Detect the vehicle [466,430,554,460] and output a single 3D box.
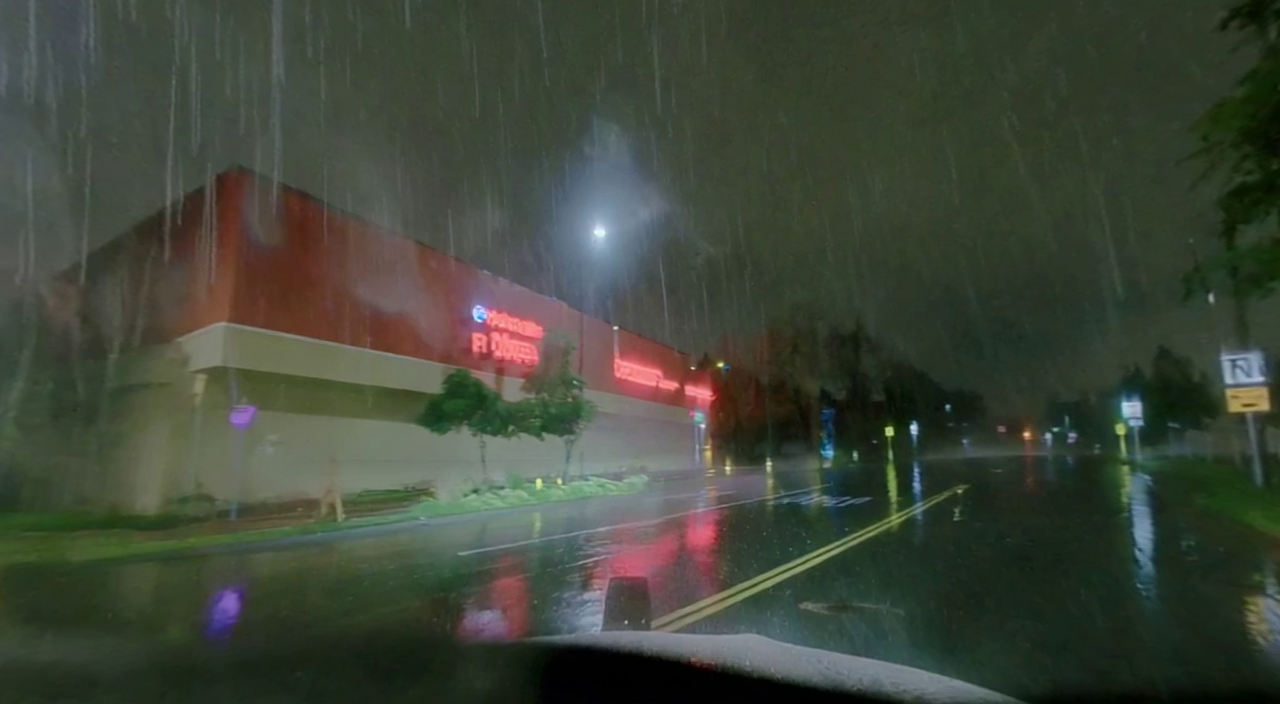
[{"bbox_3d":[-7.939,5.629,38.299,5.035,1.666,2.449,-6,-9,36],"label":"vehicle"}]
